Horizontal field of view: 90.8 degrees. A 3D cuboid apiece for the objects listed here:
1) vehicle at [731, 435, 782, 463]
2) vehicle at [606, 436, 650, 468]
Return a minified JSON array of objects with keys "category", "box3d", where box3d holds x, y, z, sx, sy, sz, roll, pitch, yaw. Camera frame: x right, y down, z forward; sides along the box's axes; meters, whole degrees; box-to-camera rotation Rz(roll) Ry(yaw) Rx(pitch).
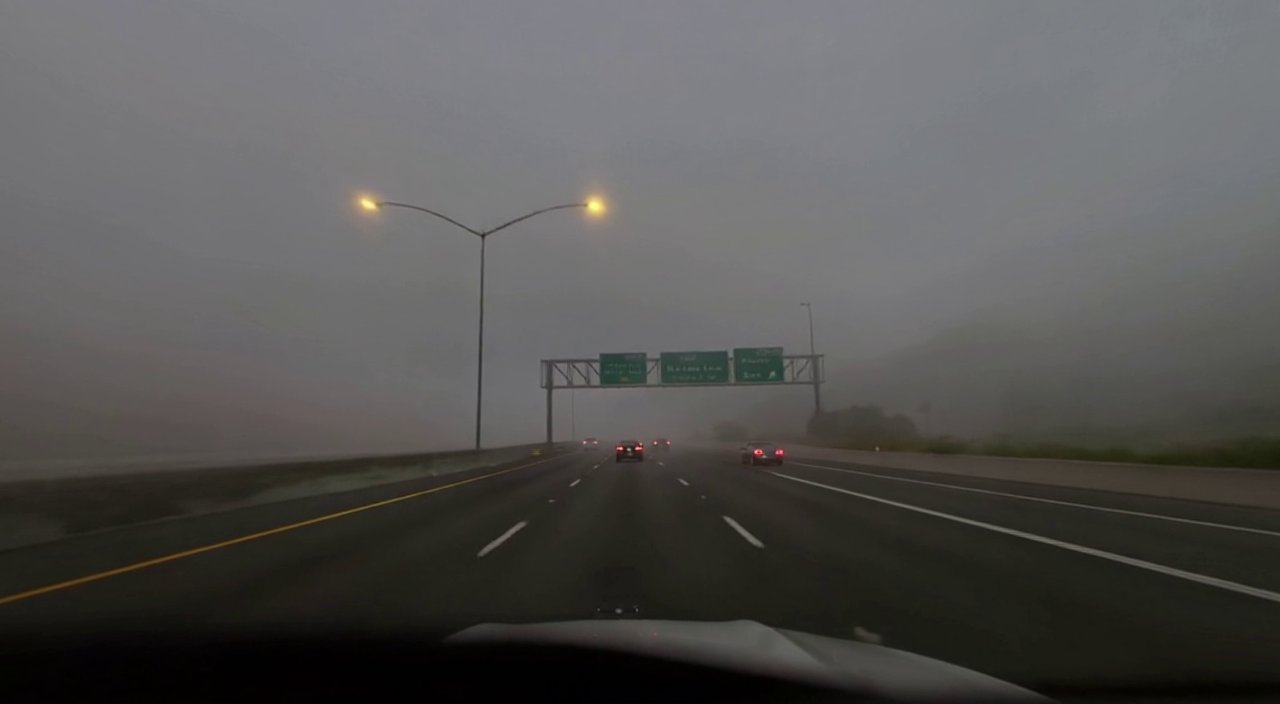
[{"category":"vehicle","box3d":[6.587,5.538,36.062,1.935,1.478,4.433,0,-8,-2]},{"category":"vehicle","box3d":[-0.589,4.914,31.095,1.985,1.457,4.227,0,-8,-1]}]
